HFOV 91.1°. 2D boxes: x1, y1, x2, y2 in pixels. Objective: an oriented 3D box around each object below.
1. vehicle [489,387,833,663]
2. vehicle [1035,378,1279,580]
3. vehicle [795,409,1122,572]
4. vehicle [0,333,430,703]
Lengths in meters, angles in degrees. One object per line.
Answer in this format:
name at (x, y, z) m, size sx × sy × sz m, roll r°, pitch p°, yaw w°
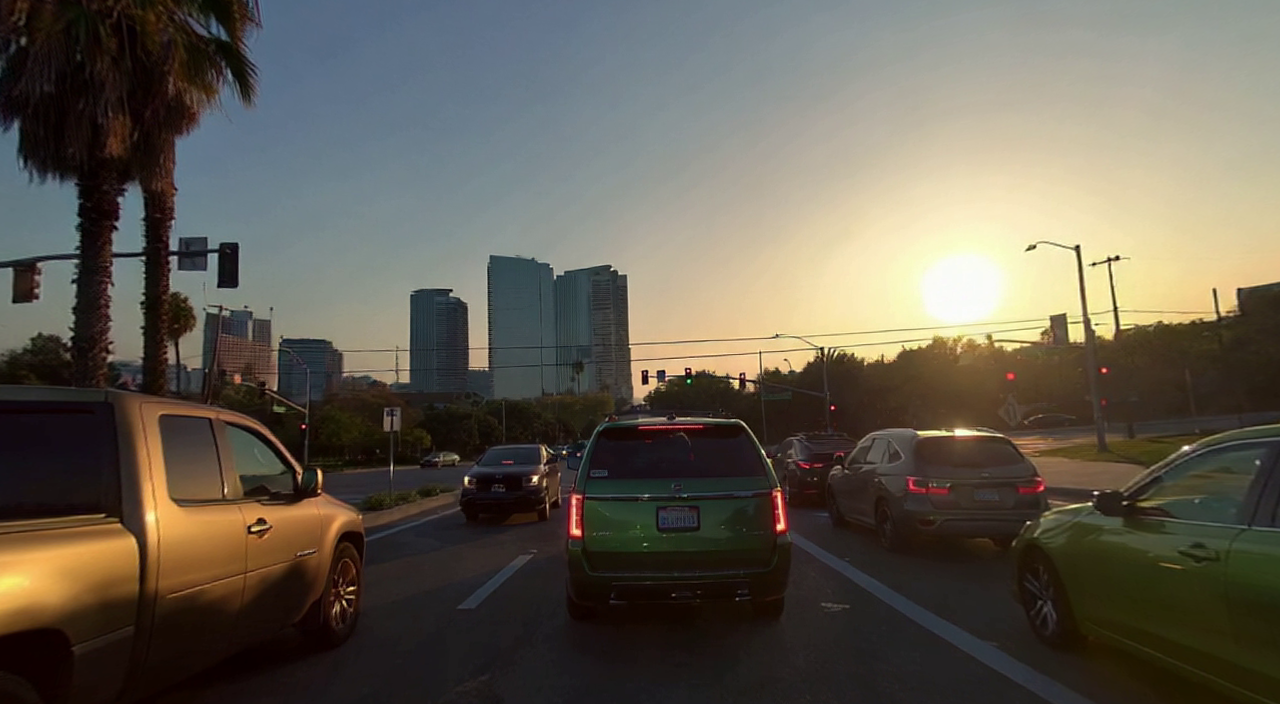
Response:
vehicle at (0.164, 1.376, 6.036) m, size 2.123 × 1.704 × 4.128 m, roll 0°, pitch -9°, yaw 1°
vehicle at (7.325, 1.343, 6.842) m, size 2.337 × 1.925 × 5.728 m, roll 0°, pitch -8°, yaw 1°
vehicle at (4.010, 1.850, 9.273) m, size 2.072 × 1.704 × 5.170 m, roll 0°, pitch -9°, yaw -1°
vehicle at (-3.163, 1.080, 3.915) m, size 2.171 × 1.702 × 4.416 m, roll 0°, pitch -9°, yaw 0°
